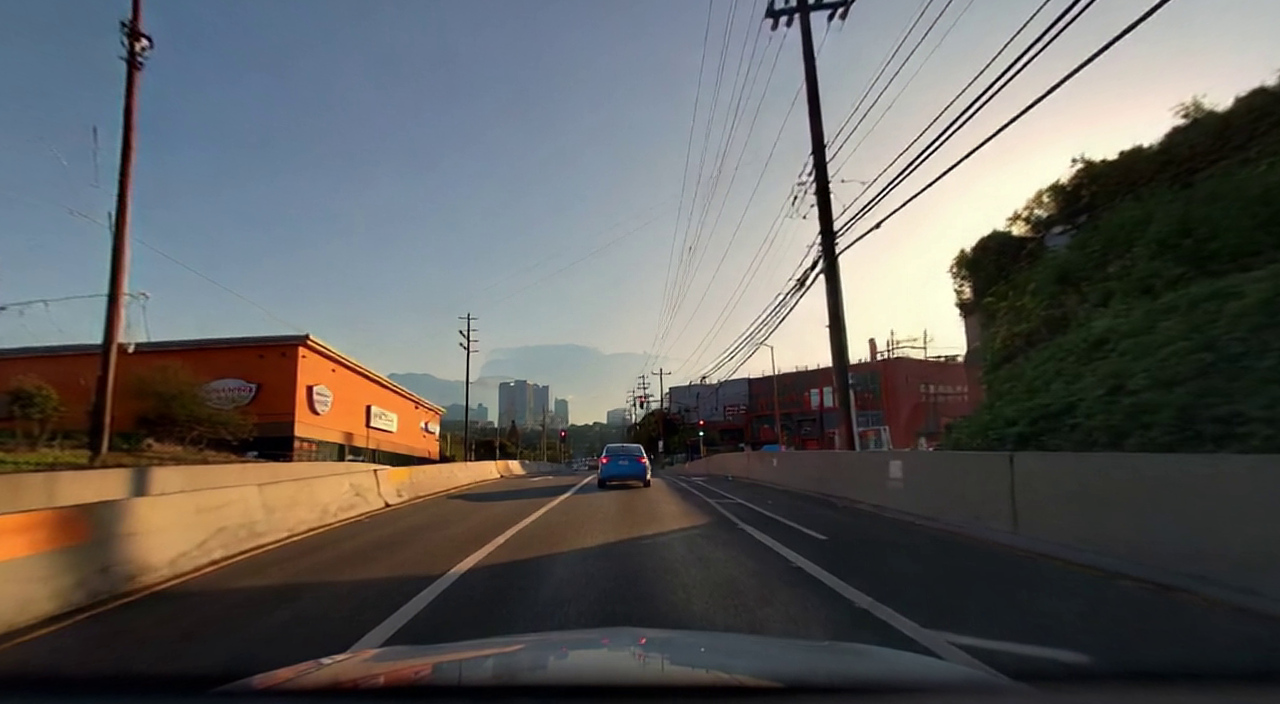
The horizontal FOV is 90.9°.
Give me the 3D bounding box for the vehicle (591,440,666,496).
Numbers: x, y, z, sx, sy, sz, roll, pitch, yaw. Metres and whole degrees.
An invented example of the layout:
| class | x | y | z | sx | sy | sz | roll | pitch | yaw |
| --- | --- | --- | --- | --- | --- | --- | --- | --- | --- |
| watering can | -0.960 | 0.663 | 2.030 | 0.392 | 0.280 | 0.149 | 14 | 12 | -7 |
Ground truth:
| class | x | y | z | sx | sy | sz | roll | pitch | yaw |
| --- | --- | --- | --- | --- | --- | --- | --- | --- | --- |
| vehicle | -0.392 | 3.563 | 19.843 | 2.123 | 1.566 | 3.662 | 0 | -8 | -2 |
